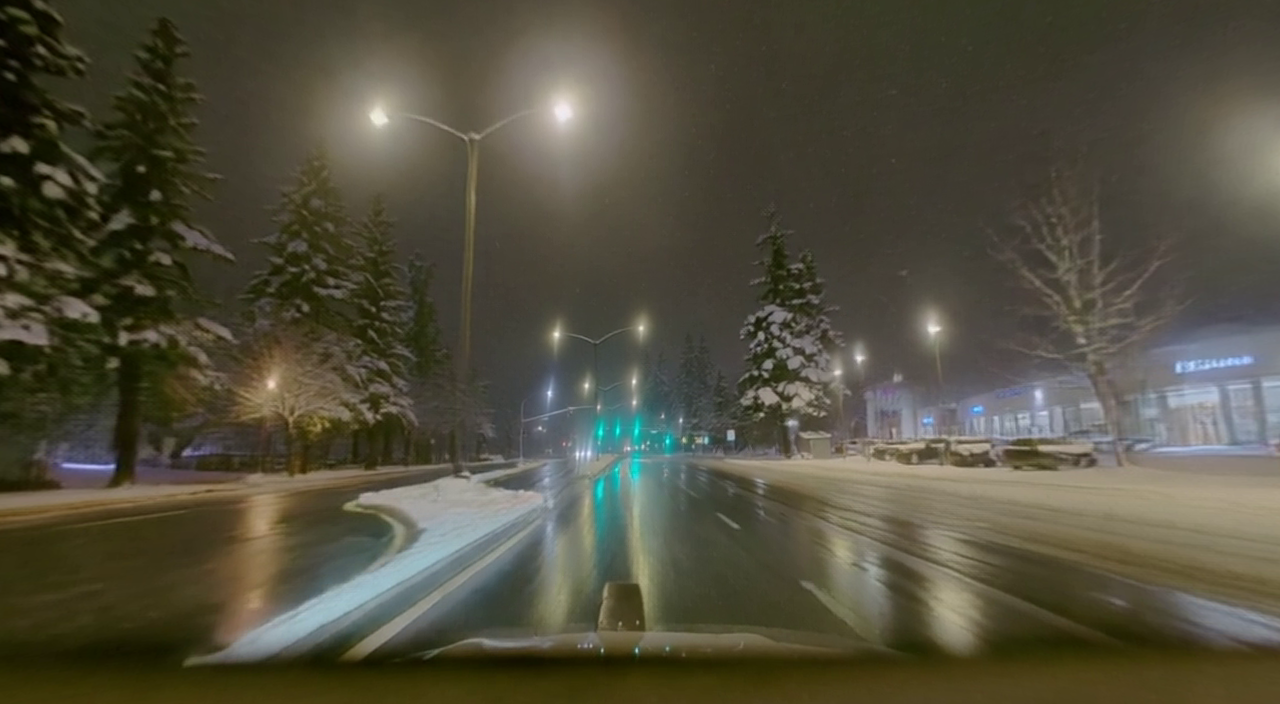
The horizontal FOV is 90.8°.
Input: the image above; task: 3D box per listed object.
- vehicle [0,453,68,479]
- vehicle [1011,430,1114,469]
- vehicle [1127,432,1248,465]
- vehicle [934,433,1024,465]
[{"bbox_3d":[-36.943,6.658,36.924,1.861,1.463,4.791,-6,-11,36],"label":"vehicle"},{"bbox_3d":[18.917,4.361,28.254,4.515,1.606,1.910,5,-10,-30],"label":"vehicle"},{"bbox_3d":[27.408,4.895,31.876,1.856,1.471,4.487,-2,-10,-4],"label":"vehicle"},{"bbox_3d":[18.232,5.200,33.950,4.493,1.632,1.985,4,-10,-28],"label":"vehicle"}]
